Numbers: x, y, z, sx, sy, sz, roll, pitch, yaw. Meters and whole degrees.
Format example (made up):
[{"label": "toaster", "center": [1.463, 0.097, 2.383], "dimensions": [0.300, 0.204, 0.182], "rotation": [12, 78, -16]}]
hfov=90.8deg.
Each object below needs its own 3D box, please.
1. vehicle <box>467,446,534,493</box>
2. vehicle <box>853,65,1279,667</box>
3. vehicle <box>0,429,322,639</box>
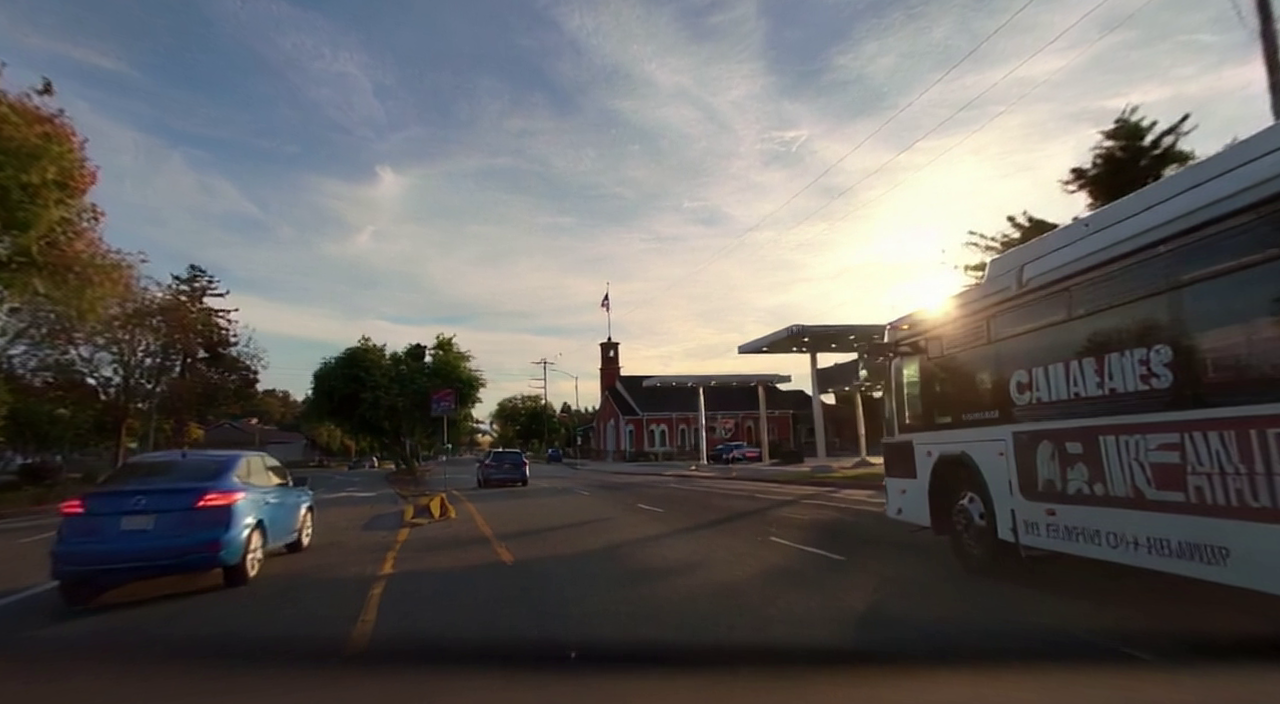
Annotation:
[{"label": "vehicle", "center": [-5.552, 4.550, 24.777], "dimensions": [2.032, 1.621, 4.082], "rotation": [2, -9, -20]}, {"label": "vehicle", "center": [5.187, -0.050, 2.878], "dimensions": [3.028, 3.353, 12.630], "rotation": [0, -9, -5]}, {"label": "vehicle", "center": [-5.164, 1.765, 7.173], "dimensions": [2.060, 1.624, 4.179], "rotation": [2, -9, -18]}]
